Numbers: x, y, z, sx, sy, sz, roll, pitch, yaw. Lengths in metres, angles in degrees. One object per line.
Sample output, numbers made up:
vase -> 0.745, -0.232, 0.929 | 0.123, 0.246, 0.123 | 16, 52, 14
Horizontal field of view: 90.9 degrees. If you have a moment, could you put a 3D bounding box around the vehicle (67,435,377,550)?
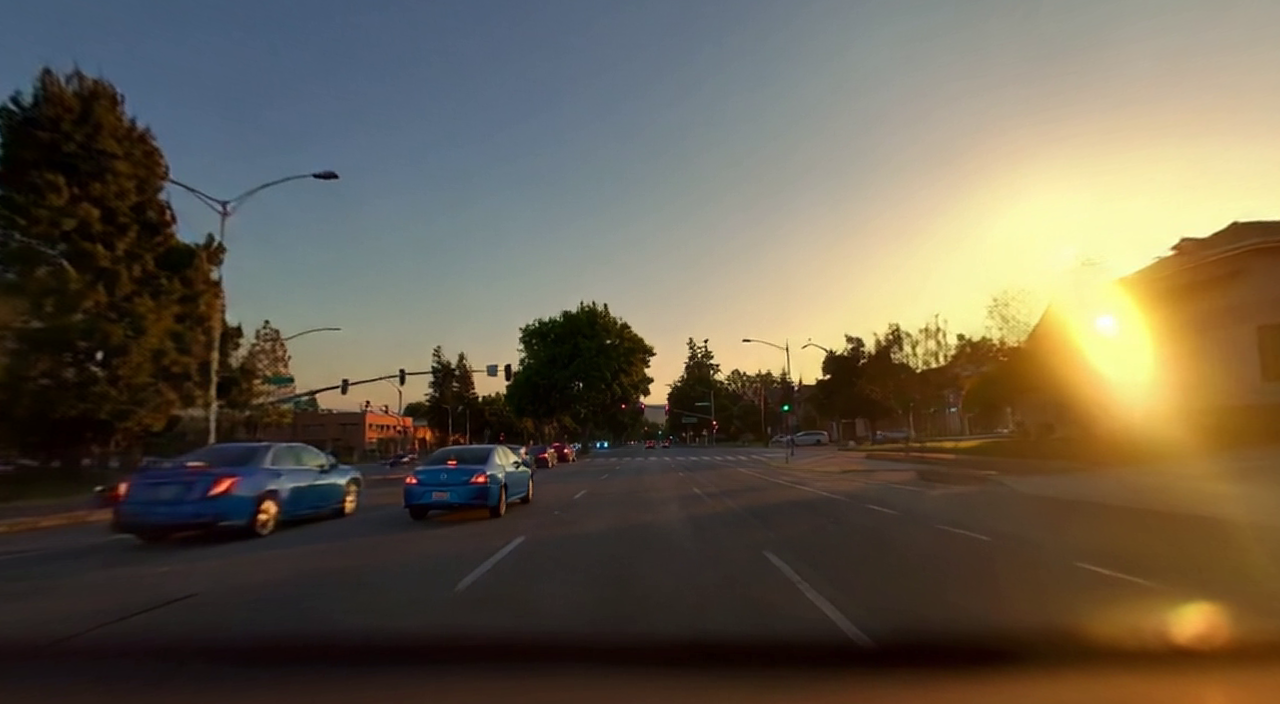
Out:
vehicle -> -6.560, 2.233, 10.779 | 2.027, 1.501, 4.707 | 0, -9, 1

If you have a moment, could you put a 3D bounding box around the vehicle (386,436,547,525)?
vehicle -> -3.233, 2.491, 12.803 | 1.924, 1.480, 4.421 | 0, -9, 1
